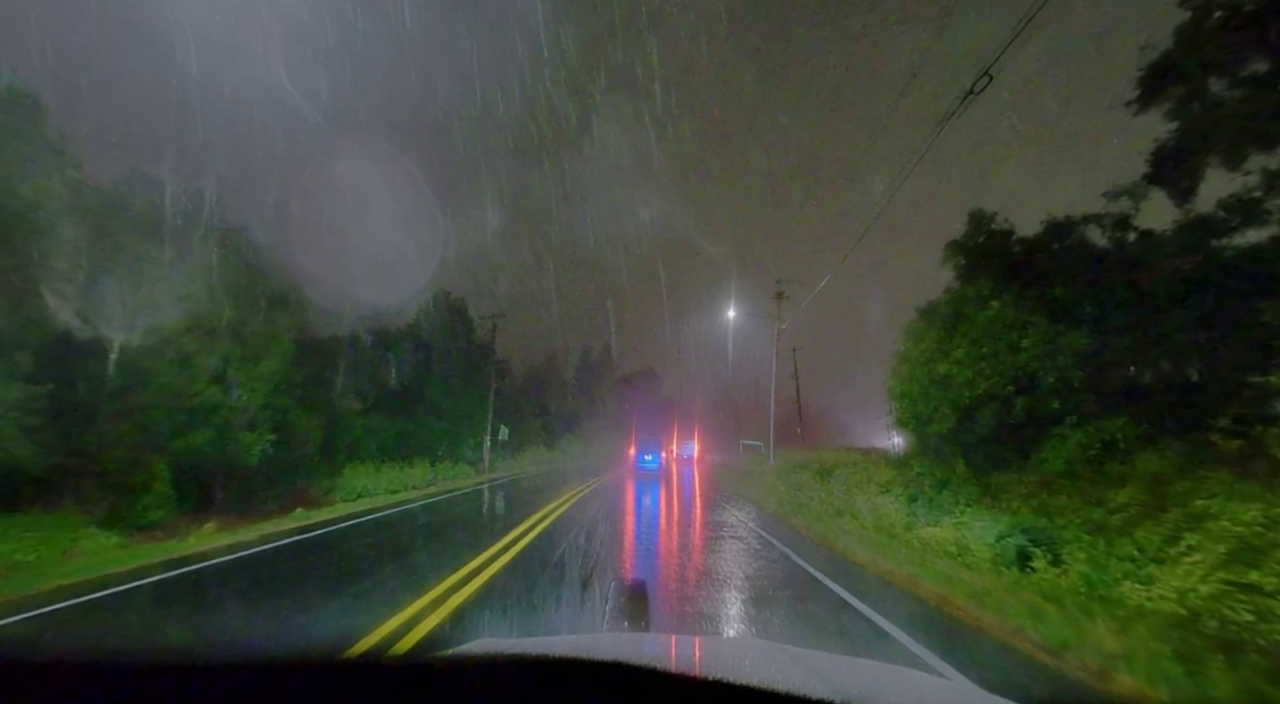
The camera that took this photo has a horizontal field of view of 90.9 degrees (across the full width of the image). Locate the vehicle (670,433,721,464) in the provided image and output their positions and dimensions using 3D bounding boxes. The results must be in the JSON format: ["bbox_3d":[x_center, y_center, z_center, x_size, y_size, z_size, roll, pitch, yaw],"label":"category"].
[{"bbox_3d":[4.202,7.136,46.665,2.376,2.145,5.953,-3,-9,19],"label":"vehicle"}]

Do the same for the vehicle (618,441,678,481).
[{"bbox_3d":[0.434,4.569,26.765,2.157,1.565,4.243,-1,-8,5],"label":"vehicle"}]
